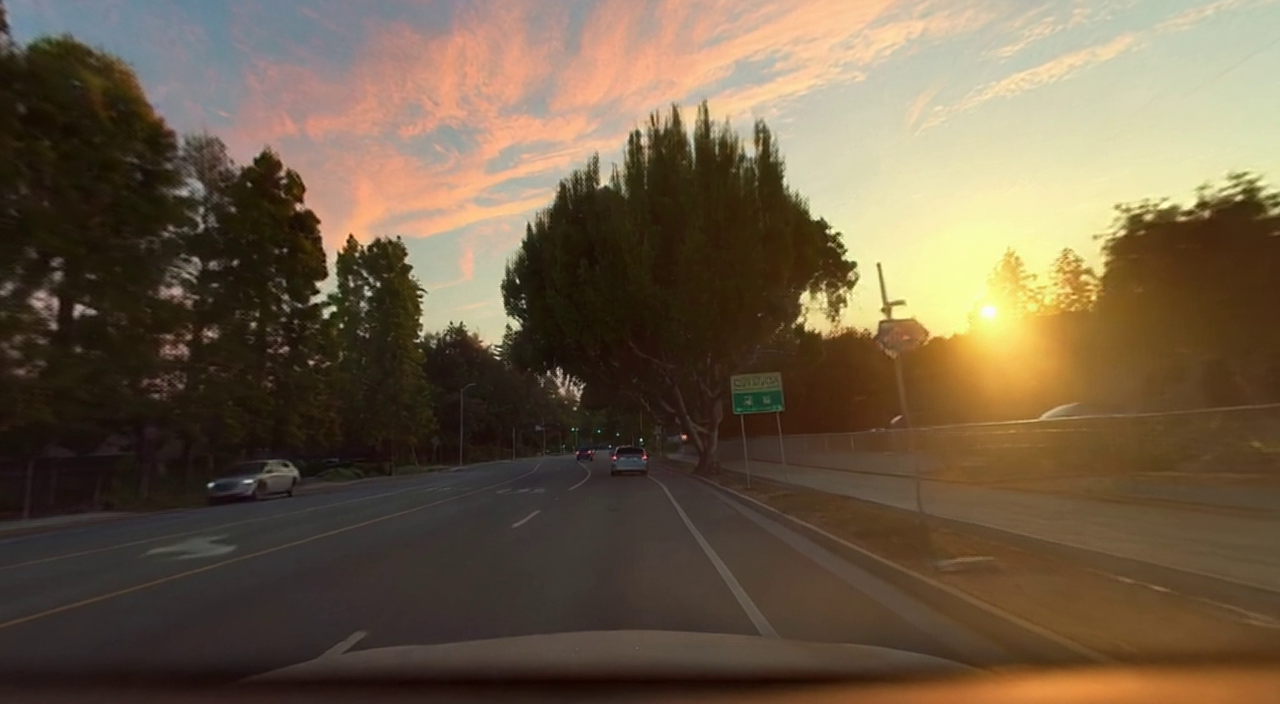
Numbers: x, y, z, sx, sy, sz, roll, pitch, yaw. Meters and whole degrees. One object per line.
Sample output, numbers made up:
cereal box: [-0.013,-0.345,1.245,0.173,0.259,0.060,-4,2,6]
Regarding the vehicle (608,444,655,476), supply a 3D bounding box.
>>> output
vehicle: [-0.334,5.315,31.463,2.111,1.466,4.223,-1,-8,2]
